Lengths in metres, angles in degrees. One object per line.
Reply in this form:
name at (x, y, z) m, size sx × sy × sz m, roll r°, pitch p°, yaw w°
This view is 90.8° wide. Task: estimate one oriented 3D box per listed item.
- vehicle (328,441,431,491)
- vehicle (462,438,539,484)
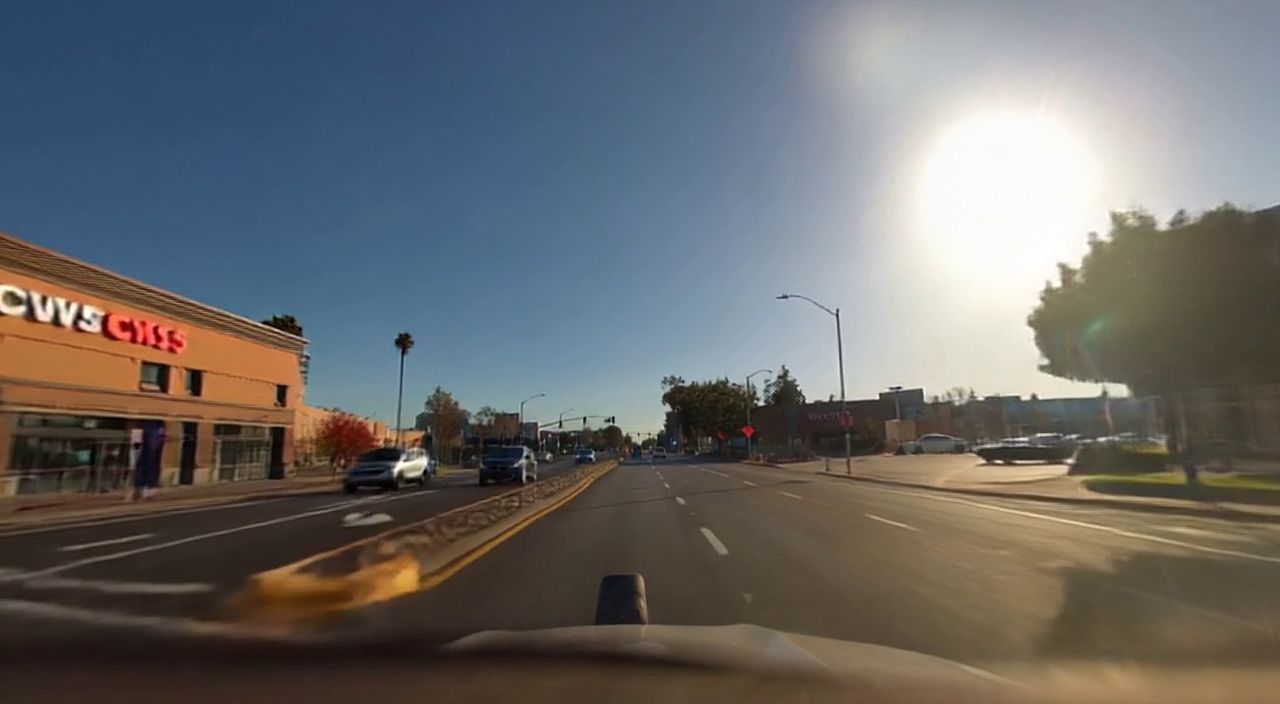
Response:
vehicle at (-9.711, 4.273, 23.959) m, size 1.954 × 1.694 × 4.310 m, roll 0°, pitch -9°, yaw 1°
vehicle at (-5.715, 4.533, 26.460) m, size 2.129 × 1.748 × 4.555 m, roll 0°, pitch -9°, yaw 1°
